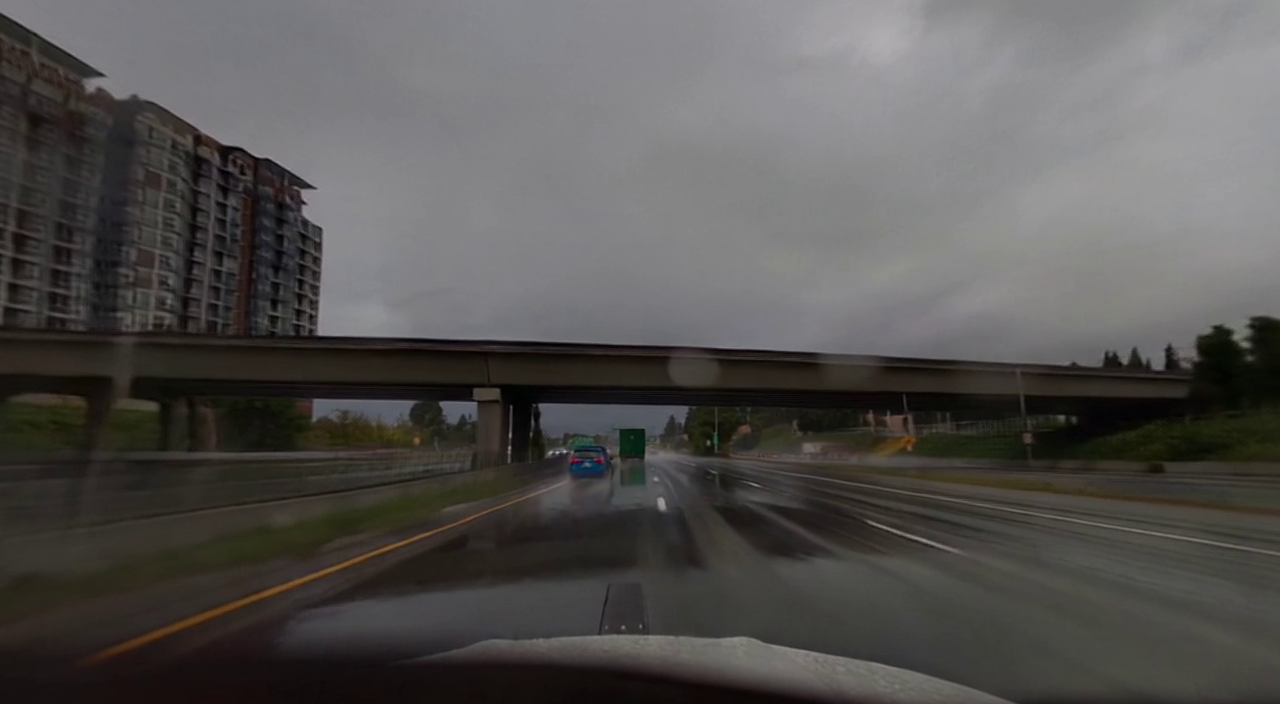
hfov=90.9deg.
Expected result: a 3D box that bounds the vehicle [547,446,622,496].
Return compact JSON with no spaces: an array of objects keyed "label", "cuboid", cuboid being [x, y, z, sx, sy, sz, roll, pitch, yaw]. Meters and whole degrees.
[{"label":"vehicle","cuboid":[-1.746,3.981,21.426,2.039,1.478,4.483,0,-9,2]}]
